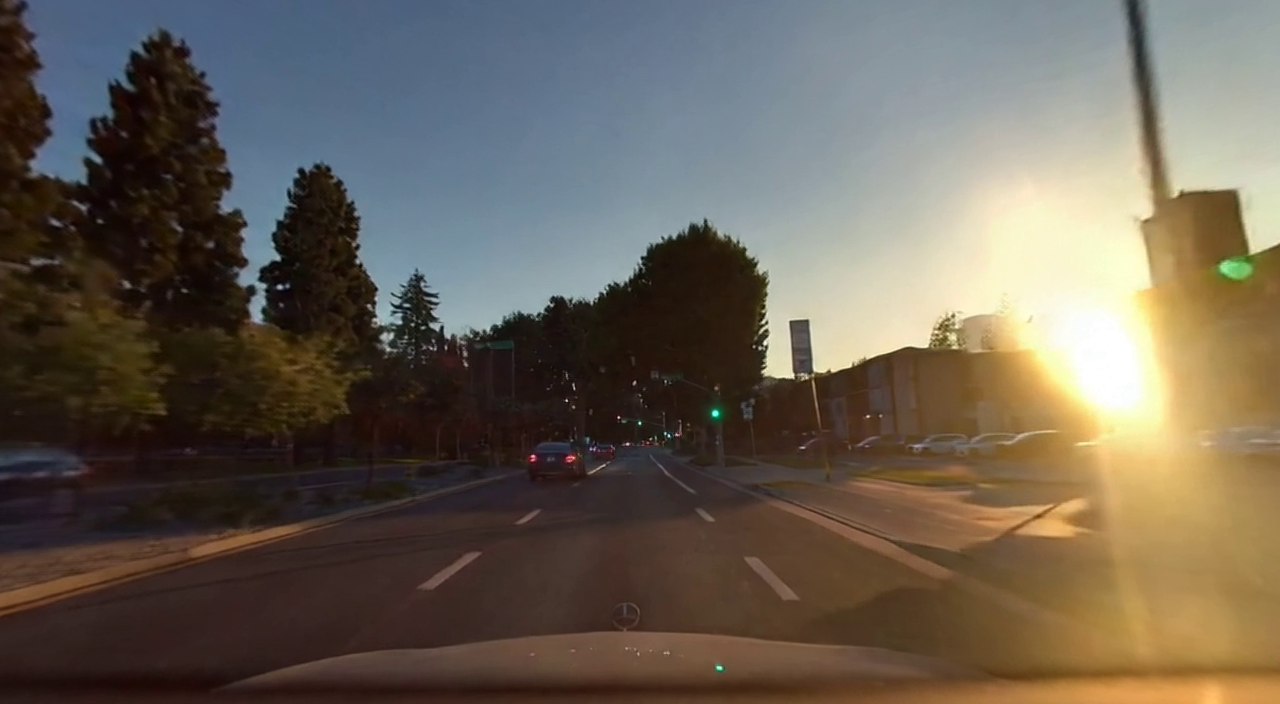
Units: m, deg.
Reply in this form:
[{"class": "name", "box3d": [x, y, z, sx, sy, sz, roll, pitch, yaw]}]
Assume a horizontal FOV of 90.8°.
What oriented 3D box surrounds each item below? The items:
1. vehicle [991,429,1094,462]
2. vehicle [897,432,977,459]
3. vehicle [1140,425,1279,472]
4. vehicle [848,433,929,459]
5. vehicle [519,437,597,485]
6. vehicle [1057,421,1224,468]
[{"class": "vehicle", "box3d": [18.263, 4.263, 28.740, 3.731, 1.430, 1.640, 2, -9, -11]}, {"class": "vehicle", "box3d": [17.240, 5.416, 36.706, 3.846, 1.488, 1.695, 1, -8, -9]}, {"class": "vehicle", "box3d": [18.984, 3.143, 20.595, 3.874, 1.438, 1.903, 1, -8, -7]}, {"class": "vehicle", "box3d": [16.630, 6.306, 42.366, 4.564, 1.663, 2.033, 1, -9, -9]}, {"class": "vehicle", "box3d": [-2.791, 3.841, 22.620, 2.011, 1.498, 4.914, 0, -8, 2]}, {"class": "vehicle", "box3d": [18.494, 3.444, 23.463, 4.608, 1.598, 1.975, 0, -10, -6]}]
